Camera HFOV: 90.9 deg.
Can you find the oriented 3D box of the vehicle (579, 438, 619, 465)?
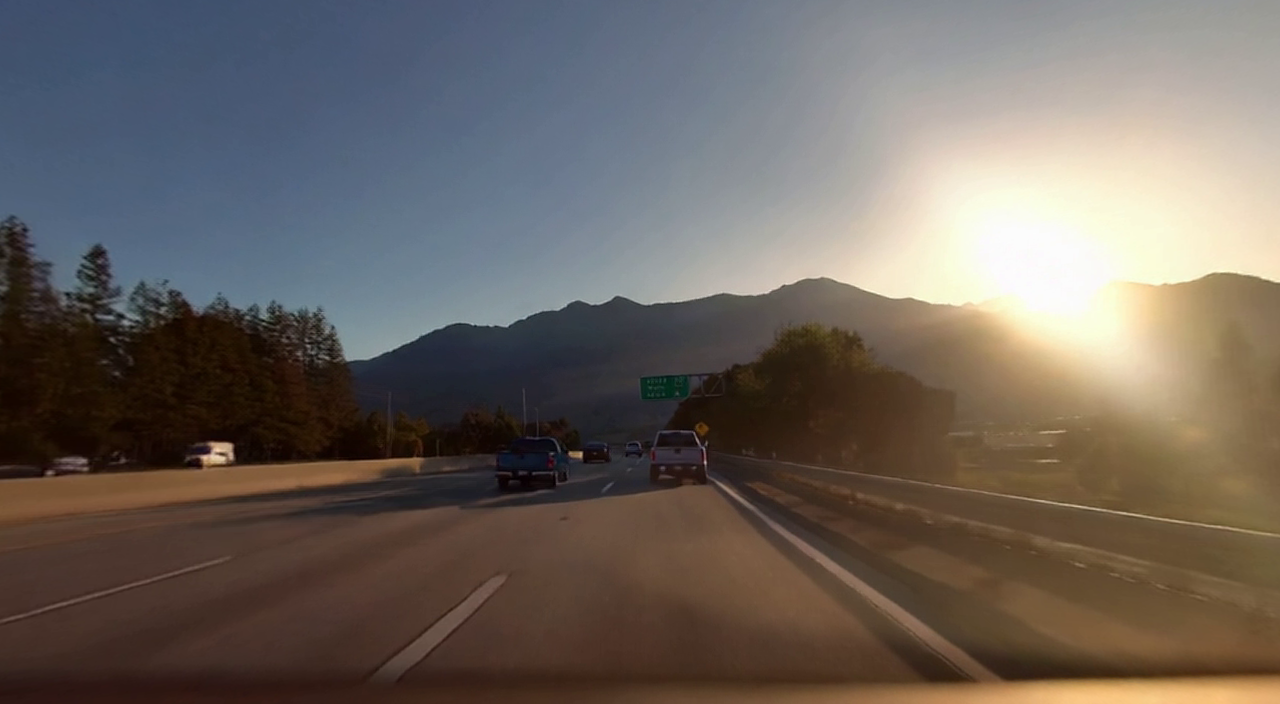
[{"bbox_3d":[-2.622,6.487,41.057,2.106,1.651,4.040,-1,-9,3],"label":"vehicle"}]

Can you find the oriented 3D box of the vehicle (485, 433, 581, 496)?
[{"bbox_3d":[-2.958,3.206,18.345,1.959,1.604,4.065,-1,-9,2],"label":"vehicle"}]

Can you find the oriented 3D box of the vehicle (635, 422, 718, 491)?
[{"bbox_3d":[1.050,3.240,19.867,2.229,1.837,5.387,-1,-8,1],"label":"vehicle"}]
